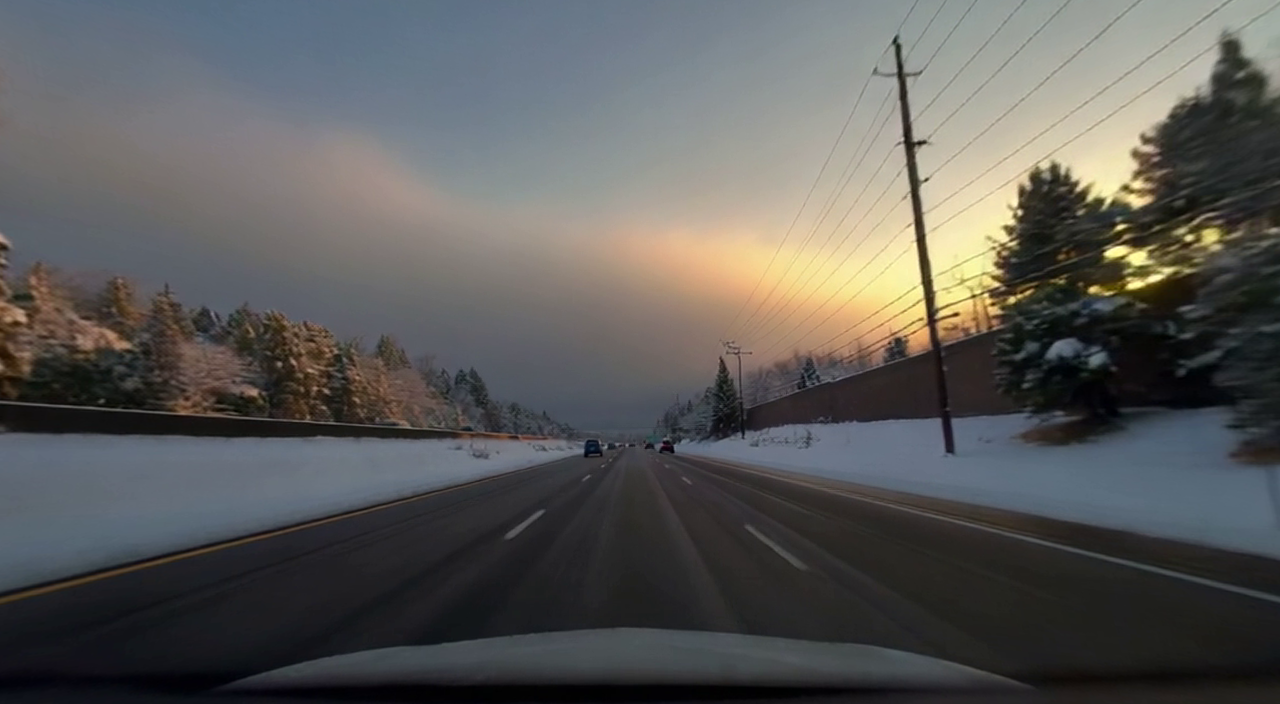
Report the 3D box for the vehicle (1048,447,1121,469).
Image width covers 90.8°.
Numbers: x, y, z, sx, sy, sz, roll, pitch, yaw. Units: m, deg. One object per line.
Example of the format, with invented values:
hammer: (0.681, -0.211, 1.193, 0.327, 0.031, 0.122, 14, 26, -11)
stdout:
vehicle: (33.277, 7.902, 47.511, 1.874, 1.546, 5.052, 0, -8, 0)
